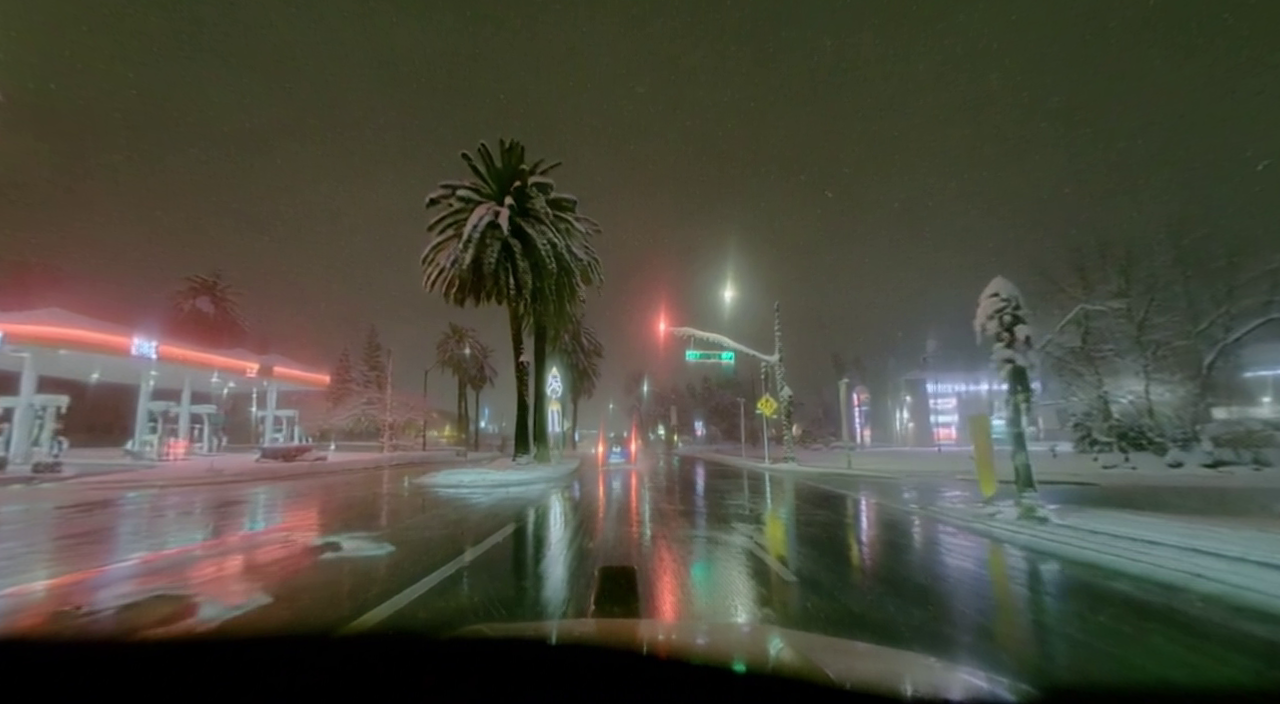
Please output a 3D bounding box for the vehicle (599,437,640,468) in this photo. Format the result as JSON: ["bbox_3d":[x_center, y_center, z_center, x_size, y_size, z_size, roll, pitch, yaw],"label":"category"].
[{"bbox_3d":[-1.126,5.425,34.141,2.073,1.525,4.809,0,-9,-2],"label":"vehicle"}]
